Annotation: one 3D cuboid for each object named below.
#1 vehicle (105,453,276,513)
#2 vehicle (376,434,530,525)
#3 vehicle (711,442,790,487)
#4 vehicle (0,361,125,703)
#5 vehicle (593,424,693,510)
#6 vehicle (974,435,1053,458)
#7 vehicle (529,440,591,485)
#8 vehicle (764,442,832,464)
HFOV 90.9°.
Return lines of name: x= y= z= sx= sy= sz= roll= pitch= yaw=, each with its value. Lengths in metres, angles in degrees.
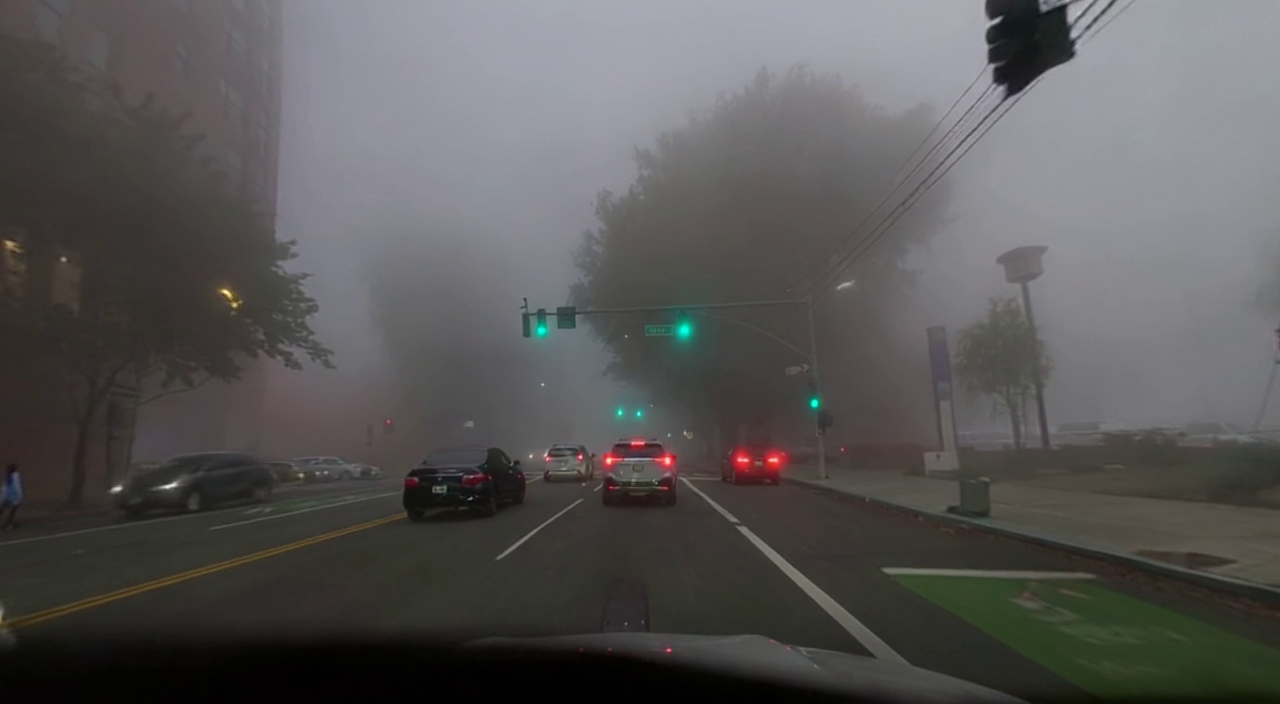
vehicle: x=-14.678 y=4.254 z=21.012 sx=2.115 sy=1.654 sz=4.727 roll=0 pitch=-8 yaw=1
vehicle: x=-3.711 y=2.586 z=13.410 sx=1.886 sy=1.599 sz=4.247 roll=0 pitch=-8 yaw=1
vehicle: x=3.931 y=4.078 z=23.230 sx=1.986 sy=1.457 sz=4.566 roll=0 pitch=-8 yaw=-1
vehicle: x=-3.324 y=0.592 z=0.485 sx=1.975 sy=1.624 sz=4.481 roll=0 pitch=-8 yaw=1
vehicle: x=0.090 y=2.699 z=15.229 sx=2.075 sy=1.770 sz=4.018 roll=0 pitch=-8 yaw=1
vehicle: x=26.500 y=6.738 z=44.894 sx=4.361 sy=1.478 sz=1.909 roll=-3 pitch=-9 yaw=12
vehicle: x=-3.162 y=4.436 z=25.610 sx=1.894 sy=1.642 sz=3.861 roll=0 pitch=-8 yaw=2
vehicle: x=11.545 y=7.350 z=46.034 sx=4.736 sy=1.526 sz=1.878 roll=5 pitch=-9 yaw=-29
